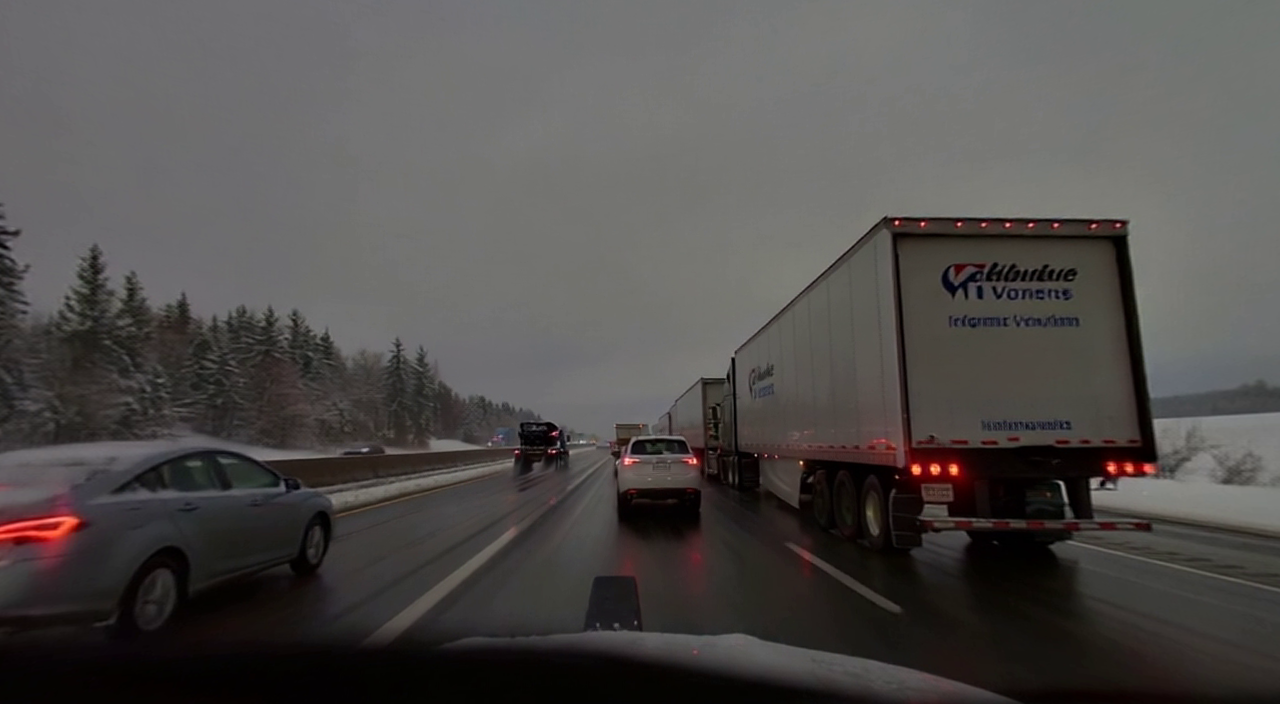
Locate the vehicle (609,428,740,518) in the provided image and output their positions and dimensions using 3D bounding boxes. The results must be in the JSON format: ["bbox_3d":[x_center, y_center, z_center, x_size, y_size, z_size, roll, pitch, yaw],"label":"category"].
[{"bbox_3d":[0.492,2.315,12.730,2.200,1.495,4.282,0,-8,-2],"label":"vehicle"}]

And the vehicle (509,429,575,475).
[{"bbox_3d":[-3.908,4.047,25.854,2.006,1.729,4.447,0,-8,0],"label":"vehicle"}]

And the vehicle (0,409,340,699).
[{"bbox_3d":[-4.375,1.224,4.575,2.100,1.491,4.676,0,-8,0],"label":"vehicle"}]

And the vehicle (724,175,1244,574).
[{"bbox_3d":[4.344,1.116,13.558,2.883,4.070,14.423,0,-8,-1],"label":"vehicle"}]
